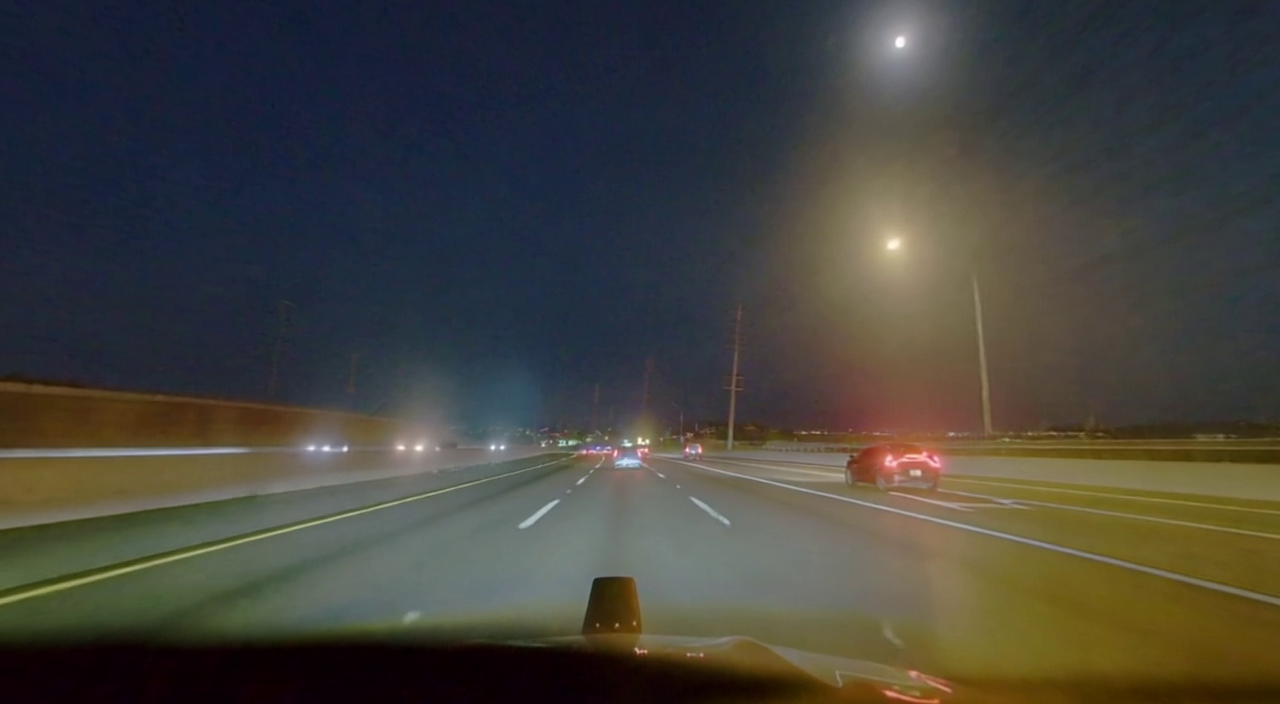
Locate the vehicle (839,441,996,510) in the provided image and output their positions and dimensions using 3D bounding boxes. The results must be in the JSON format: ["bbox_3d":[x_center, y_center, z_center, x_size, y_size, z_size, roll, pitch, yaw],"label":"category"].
[{"bbox_3d":[6.656,2.978,15.762,1.876,1.451,4.154,0,-9,-2],"label":"vehicle"}]

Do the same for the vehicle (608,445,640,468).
[{"bbox_3d":[-1.124,7.036,42.866,2.109,1.489,4.027,0,-9,-3],"label":"vehicle"}]
